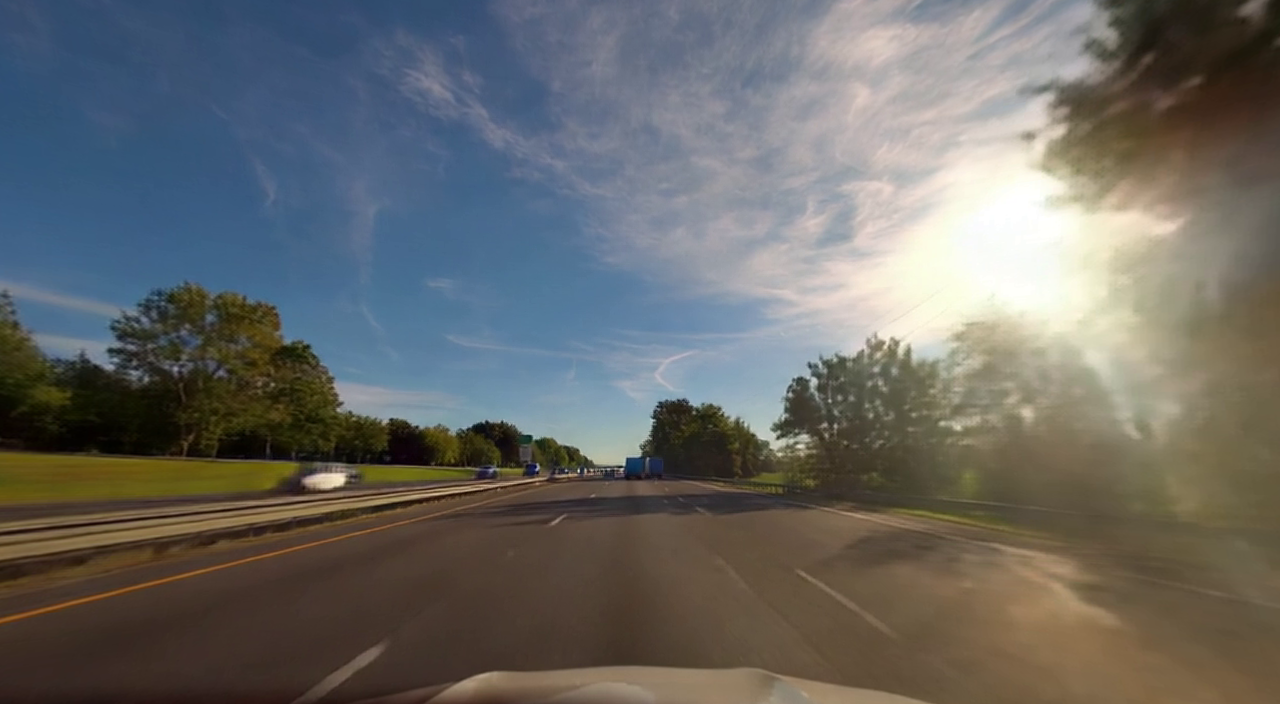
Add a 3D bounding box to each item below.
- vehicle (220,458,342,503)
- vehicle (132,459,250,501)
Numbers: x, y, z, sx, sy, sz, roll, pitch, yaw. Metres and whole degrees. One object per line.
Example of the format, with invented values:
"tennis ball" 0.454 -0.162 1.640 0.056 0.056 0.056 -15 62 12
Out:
"vehicle" -13.175 4.760 23.529 1.903 1.448 4.489 1 -10 0
"vehicle" -17.193 4.912 24.370 1.749 1.469 3.779 1 -10 0
